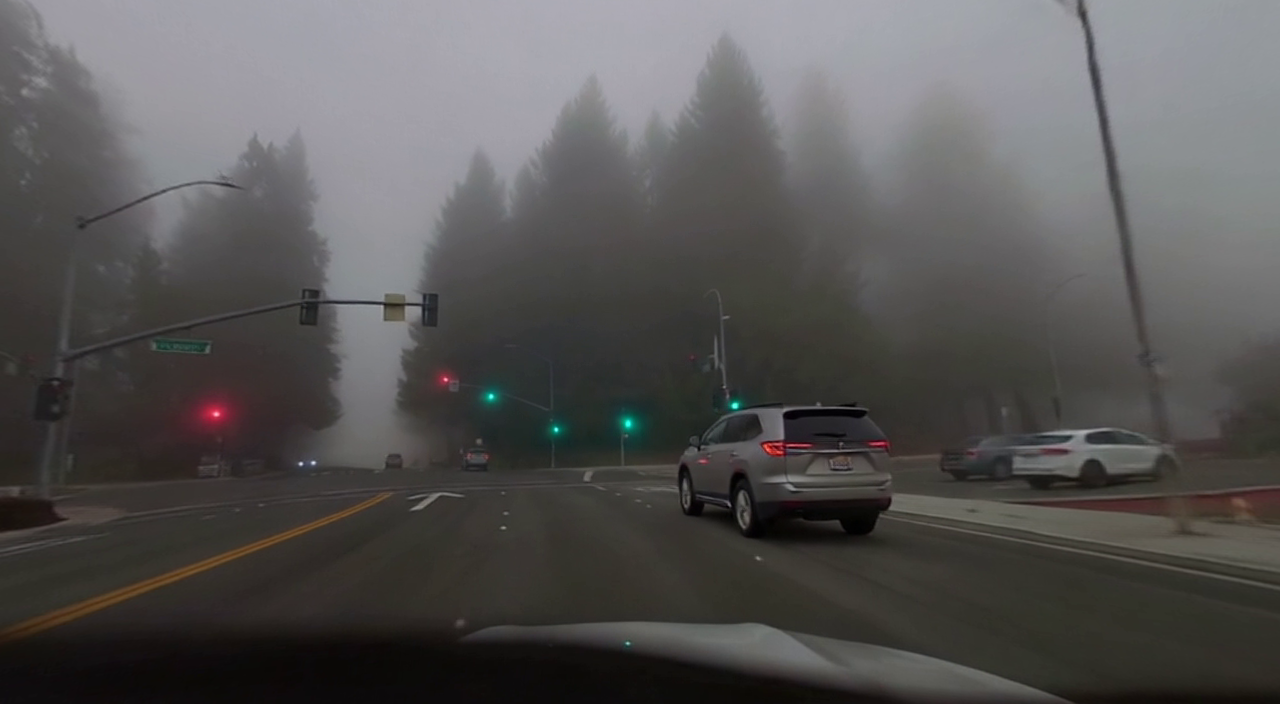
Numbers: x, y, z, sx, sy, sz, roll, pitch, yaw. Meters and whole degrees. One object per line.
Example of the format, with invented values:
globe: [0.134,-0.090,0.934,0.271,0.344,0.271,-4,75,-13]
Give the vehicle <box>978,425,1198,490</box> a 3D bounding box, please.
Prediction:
vehicle: [11.414,2.697,16.269,4.169,1.527,2.053,0,-9,-6]

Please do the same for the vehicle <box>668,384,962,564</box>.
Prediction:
vehicle: [2.250,1.841,10.314,2.338,2.063,5.592,1,-9,-11]

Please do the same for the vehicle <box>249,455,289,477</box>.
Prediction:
vehicle: [-28.788,8.821,49.017,1.955,1.509,4.640,0,-8,-21]

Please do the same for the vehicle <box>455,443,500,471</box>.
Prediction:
vehicle: [-10.798,6.873,41.686,2.138,1.729,4.178,4,-9,-24]
